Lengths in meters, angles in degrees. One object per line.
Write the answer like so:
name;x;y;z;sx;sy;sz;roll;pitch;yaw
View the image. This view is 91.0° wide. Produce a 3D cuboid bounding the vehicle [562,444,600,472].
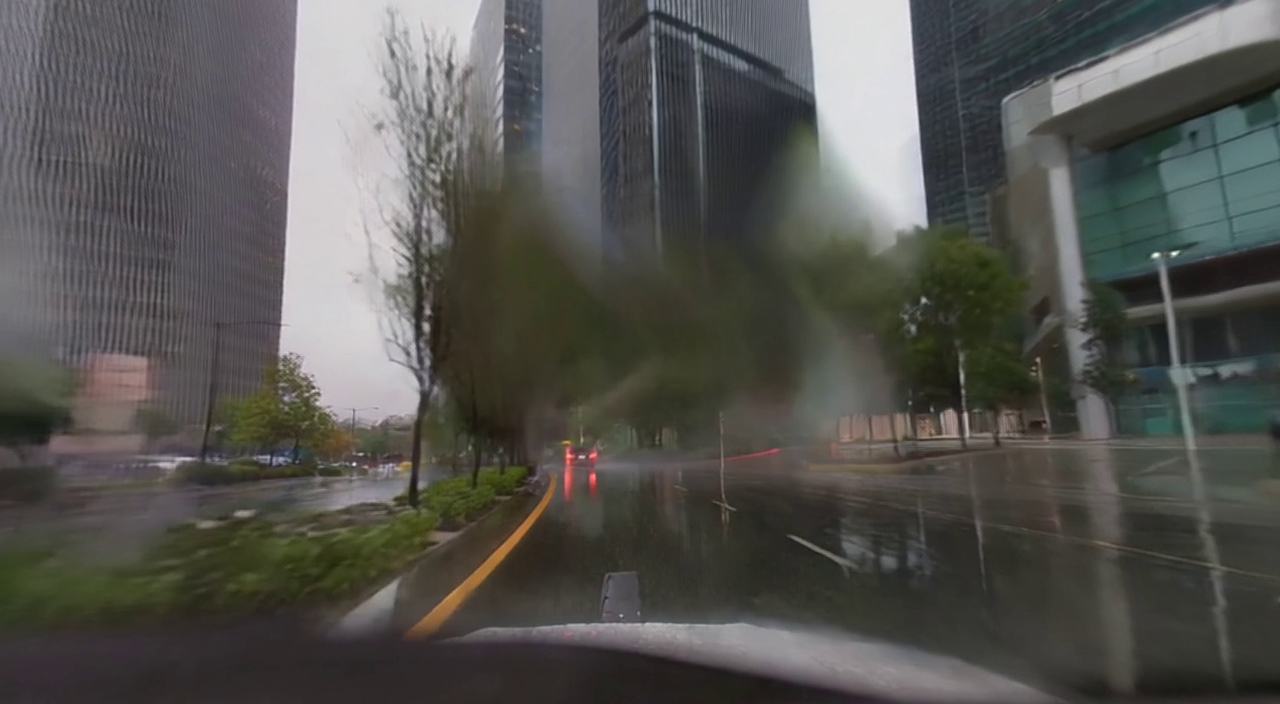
vehicle;-4.183;7.353;44.076;2.129;1.816;4.851;2;-9;-12
